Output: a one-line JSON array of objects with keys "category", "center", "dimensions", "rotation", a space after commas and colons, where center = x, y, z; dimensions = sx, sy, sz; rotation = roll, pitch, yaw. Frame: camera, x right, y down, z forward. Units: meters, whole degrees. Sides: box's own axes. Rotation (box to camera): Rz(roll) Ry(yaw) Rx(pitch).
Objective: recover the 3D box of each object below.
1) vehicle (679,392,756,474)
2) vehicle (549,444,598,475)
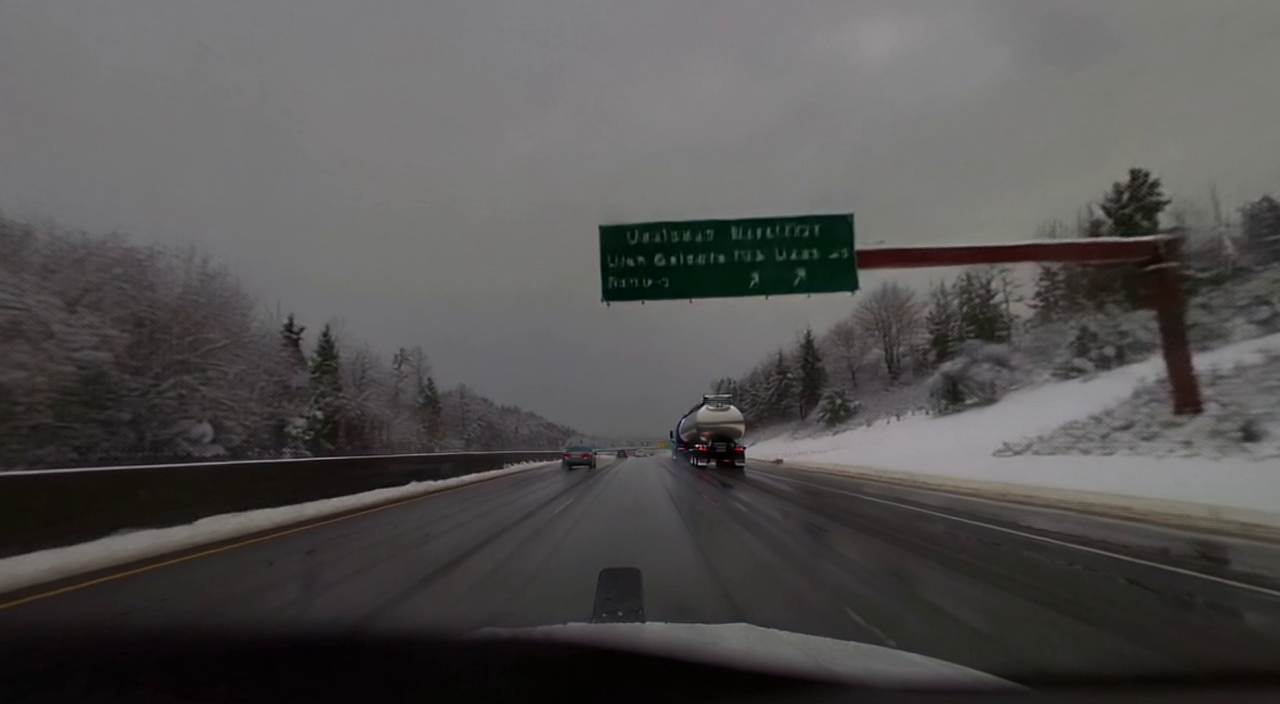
[{"category": "vehicle", "center": [3.874, 4.469, 33.958], "dimensions": [2.759, 3.734, 9.708], "rotation": [0, -9, -1]}, {"category": "vehicle", "center": [-3.347, 5.483, 32.533], "dimensions": [1.986, 1.458, 4.506], "rotation": [0, -9, 1]}]
